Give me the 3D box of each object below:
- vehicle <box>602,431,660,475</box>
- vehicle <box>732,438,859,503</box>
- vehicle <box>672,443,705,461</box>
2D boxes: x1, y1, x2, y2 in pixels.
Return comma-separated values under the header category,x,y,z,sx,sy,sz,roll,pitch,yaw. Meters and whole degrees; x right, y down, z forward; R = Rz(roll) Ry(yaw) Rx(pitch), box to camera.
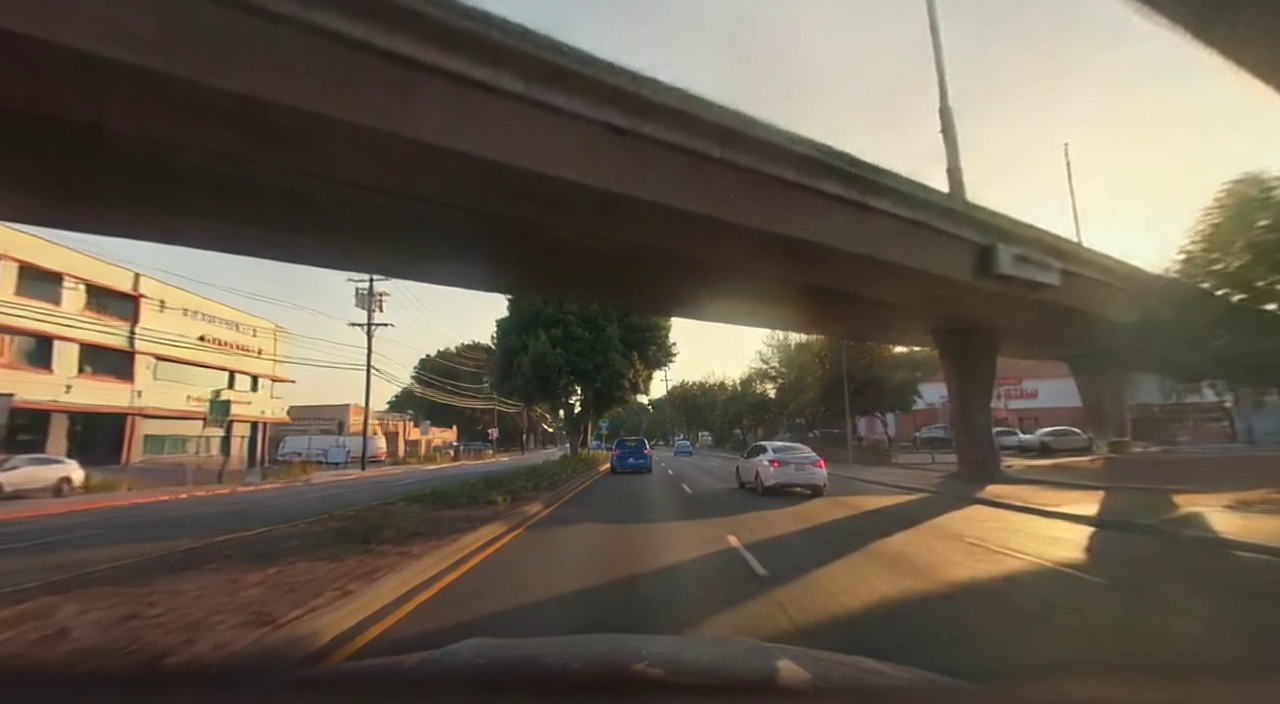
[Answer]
category,x,y,z,sx,sy,sz,roll,pitch,yaw
vehicle,-0.384,4.618,29.014,2.441,1.813,4.581,0,-8,0
vehicle,3.897,3.042,16.700,1.954,1.479,4.557,0,-8,-3
vehicle,3.724,7.804,49.349,2.126,1.375,4.241,0,-8,-2
